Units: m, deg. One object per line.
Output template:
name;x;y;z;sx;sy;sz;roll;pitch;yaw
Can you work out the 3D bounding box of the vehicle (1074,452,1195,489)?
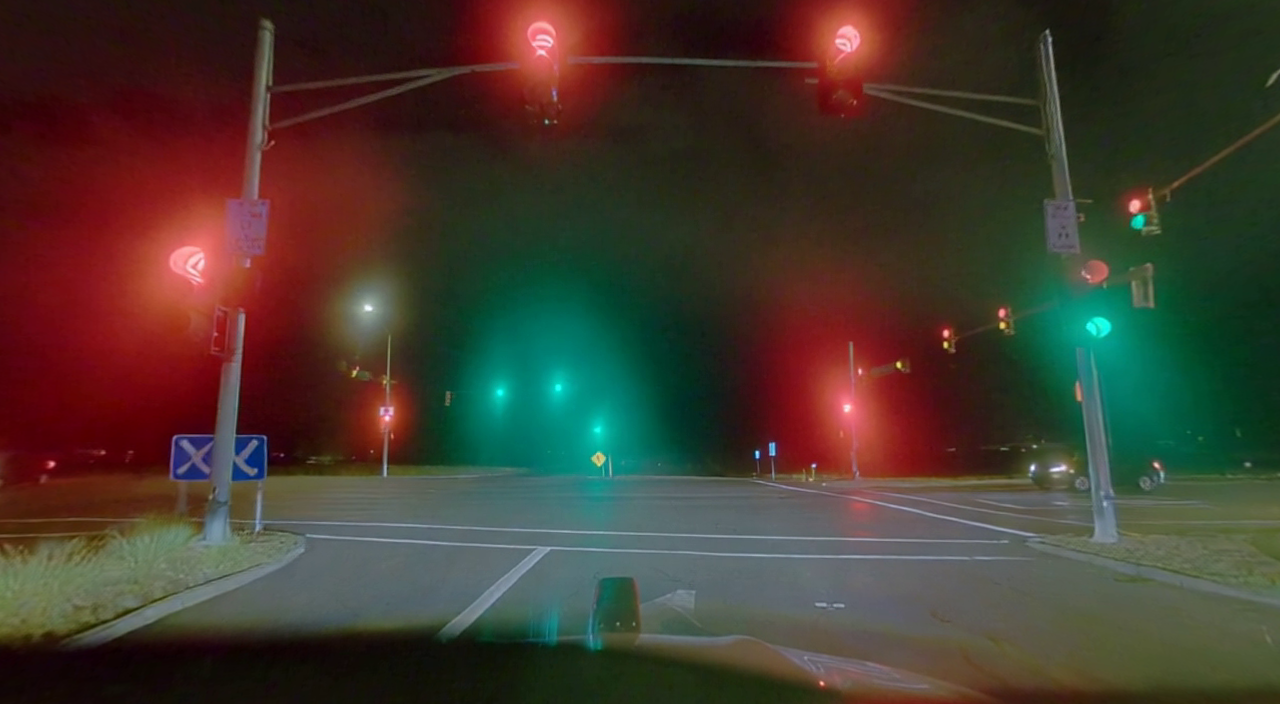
vehicle;22.761;5.444;29.093;3.998;1.590;1.936;1;-10;-6
